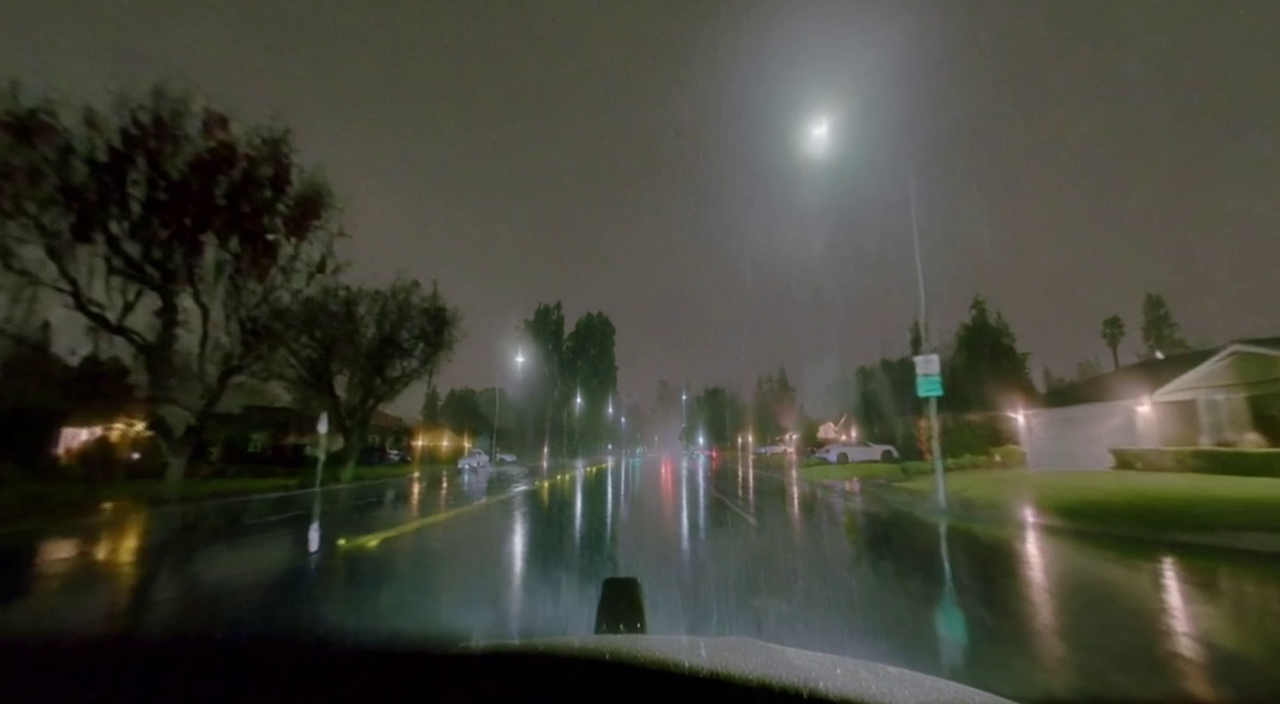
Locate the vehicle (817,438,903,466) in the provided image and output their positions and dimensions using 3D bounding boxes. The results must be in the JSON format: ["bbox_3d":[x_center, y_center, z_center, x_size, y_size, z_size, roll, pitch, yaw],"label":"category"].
[{"bbox_3d":[14.047,6.398,40.571,4.775,1.524,1.983,-3,-9,3],"label":"vehicle"}]

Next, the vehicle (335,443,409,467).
[{"bbox_3d":[-21.108,8.112,49.863,4.830,1.857,2.183,-1,-8,2],"label":"vehicle"}]

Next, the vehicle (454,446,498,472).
[{"bbox_3d":[-11.341,7.447,43.933,2.020,1.691,4.308,-1,-10,-2],"label":"vehicle"}]
